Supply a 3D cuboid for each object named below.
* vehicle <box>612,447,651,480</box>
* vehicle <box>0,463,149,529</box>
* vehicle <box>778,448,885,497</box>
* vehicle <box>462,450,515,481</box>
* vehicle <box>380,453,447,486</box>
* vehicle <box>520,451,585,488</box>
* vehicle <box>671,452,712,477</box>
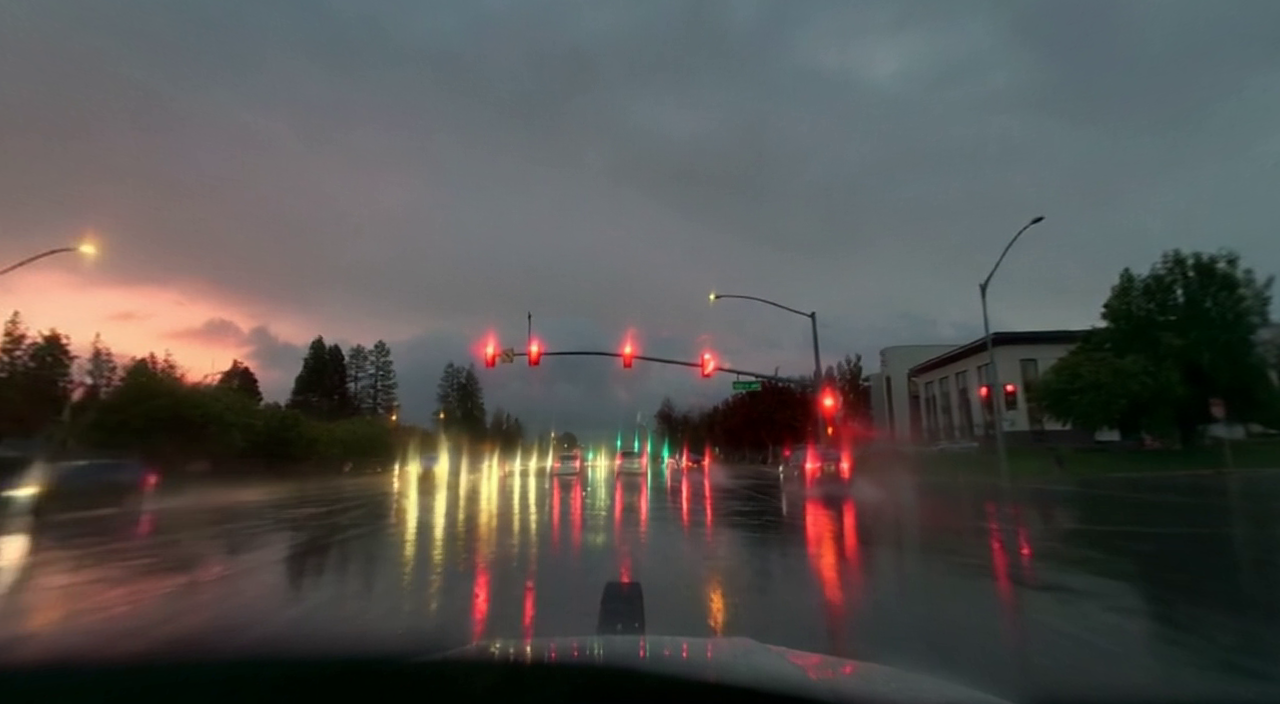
[{"bbox_3d":[-0.432,6.185,35.301,2.008,1.716,4.125,0,-9,0],"label":"vehicle"},{"bbox_3d":[-15.836,3.760,16.962,1.893,1.429,4.188,0,-9,1],"label":"vehicle"},{"bbox_3d":[6.201,3.941,21.112,2.028,1.451,4.625,0,-9,-2],"label":"vehicle"},{"bbox_3d":[-8.993,6.709,37.735,1.929,1.492,4.430,-5,-8,1],"label":"vehicle"},{"bbox_3d":[-12.194,6.336,34.309,1.975,1.450,4.561,-5,-9,-1],"label":"vehicle"},{"bbox_3d":[-3.737,5.115,27.818,2.163,1.474,4.413,0,-9,1],"label":"vehicle"},{"bbox_3d":[3.048,6.825,38.477,2.014,1.430,4.103,0,-9,-2],"label":"vehicle"}]
